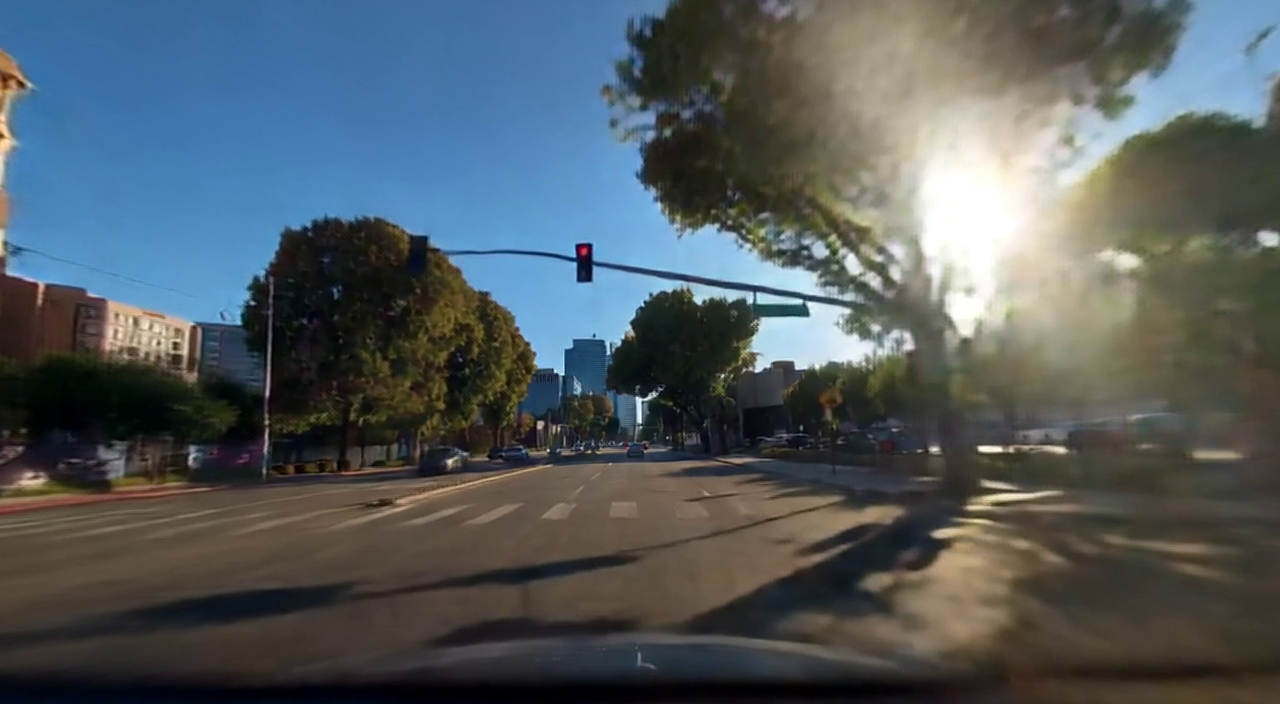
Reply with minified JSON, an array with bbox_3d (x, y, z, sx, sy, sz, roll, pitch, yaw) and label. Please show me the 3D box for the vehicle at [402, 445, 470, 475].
[{"bbox_3d":[-10.854,5.766,34.013,1.914,1.499,4.785,0,-9,2],"label":"vehicle"}]
